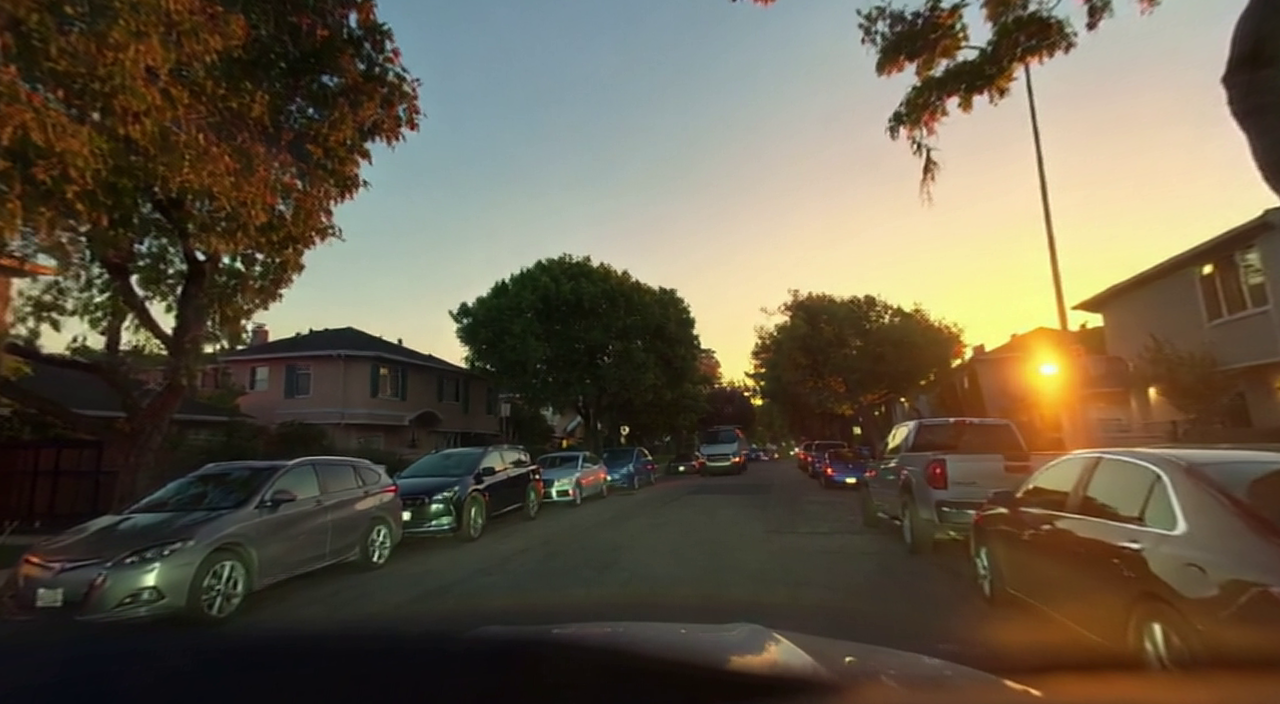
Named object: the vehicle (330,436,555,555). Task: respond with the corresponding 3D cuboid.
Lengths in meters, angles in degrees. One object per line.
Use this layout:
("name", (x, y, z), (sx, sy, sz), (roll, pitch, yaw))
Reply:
("vehicle", (-3.463, 2.603, 12.445), (2.203, 1.815, 4.972), (-1, -8, 9))

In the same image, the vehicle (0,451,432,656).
("vehicle", (-4.366, 1.916, 7.244), (1.855, 1.510, 4.406), (-2, -8, 10))

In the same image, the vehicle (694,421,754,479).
("vehicle", (4.864, 5.463, 35.543), (2.716, 2.887, 6.781), (-2, -9, 12))

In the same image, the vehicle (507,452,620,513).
("vehicle", (-2.046, 3.695, 18.526), (1.861, 1.474, 4.749), (-2, -9, 12))

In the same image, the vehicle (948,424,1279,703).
("vehicle", (3.738, 1.237, 3.968), (1.992, 1.456, 4.610), (-2, -8, 10))
